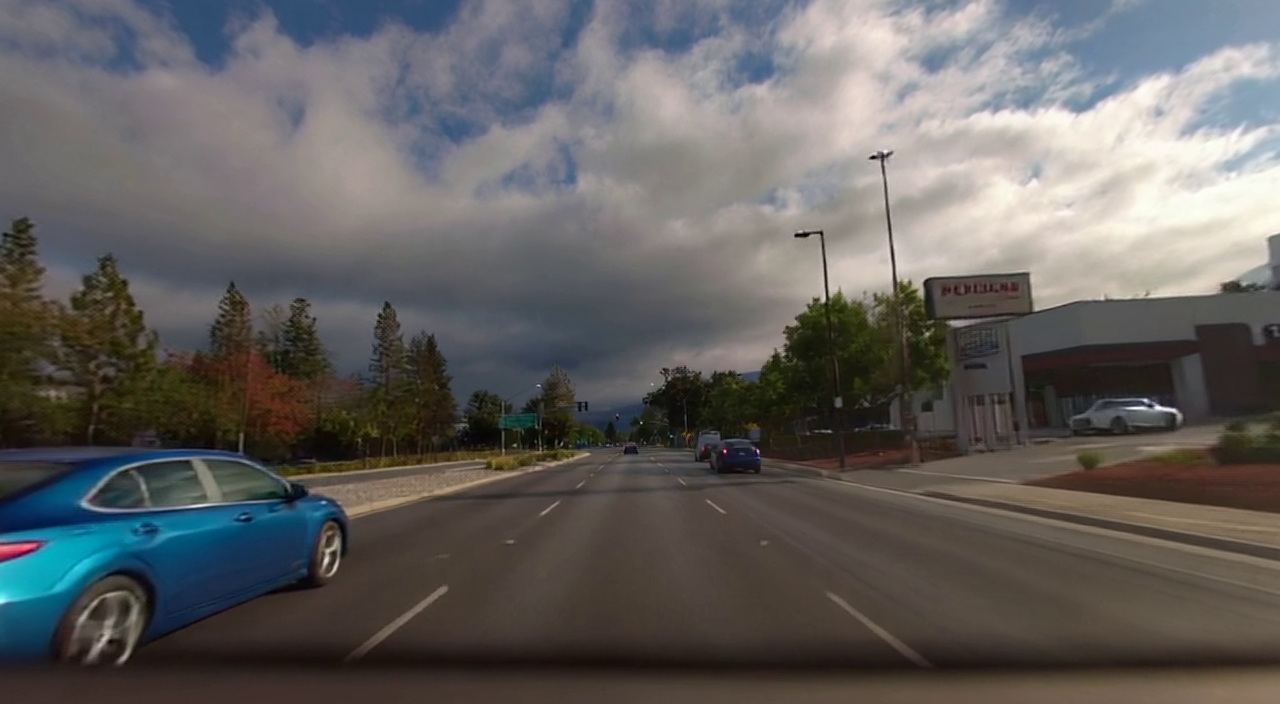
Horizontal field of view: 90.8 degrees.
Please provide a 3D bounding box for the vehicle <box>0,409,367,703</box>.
[{"bbox_3d":[-3.799,1.217,4.271,2.017,1.470,4.293,0,-8,-1],"label":"vehicle"}]

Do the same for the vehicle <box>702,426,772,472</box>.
[{"bbox_3d":[4.581,4.733,30.928,2.476,2.016,5.586,0,-8,0],"label":"vehicle"}]
